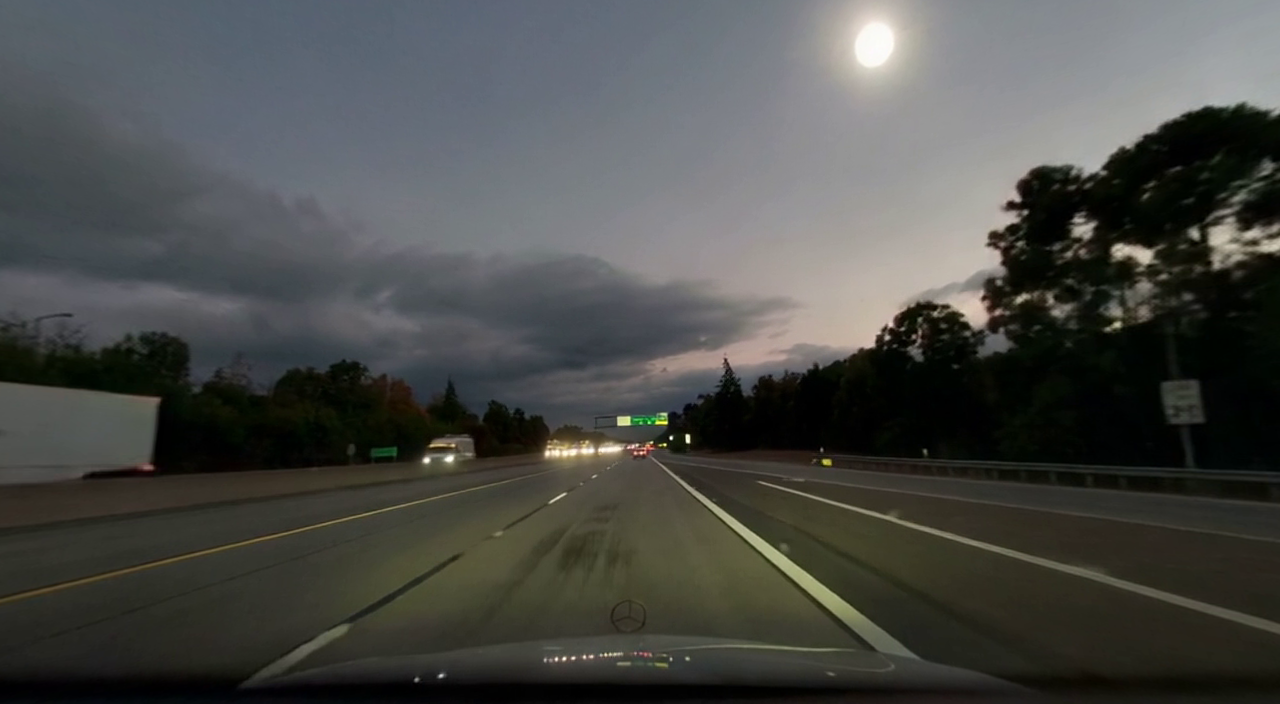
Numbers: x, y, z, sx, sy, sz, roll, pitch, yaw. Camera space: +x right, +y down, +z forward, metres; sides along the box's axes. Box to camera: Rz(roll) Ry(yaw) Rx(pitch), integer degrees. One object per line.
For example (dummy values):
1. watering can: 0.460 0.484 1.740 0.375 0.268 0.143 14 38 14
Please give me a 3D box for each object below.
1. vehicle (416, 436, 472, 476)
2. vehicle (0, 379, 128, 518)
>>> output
1. vehicle: -14.378 7.651 46.665 2.285 2.710 6.085 0 -9 -1
2. vehicle: -18.101 2.410 15.731 2.824 3.571 9.191 0 -9 0
